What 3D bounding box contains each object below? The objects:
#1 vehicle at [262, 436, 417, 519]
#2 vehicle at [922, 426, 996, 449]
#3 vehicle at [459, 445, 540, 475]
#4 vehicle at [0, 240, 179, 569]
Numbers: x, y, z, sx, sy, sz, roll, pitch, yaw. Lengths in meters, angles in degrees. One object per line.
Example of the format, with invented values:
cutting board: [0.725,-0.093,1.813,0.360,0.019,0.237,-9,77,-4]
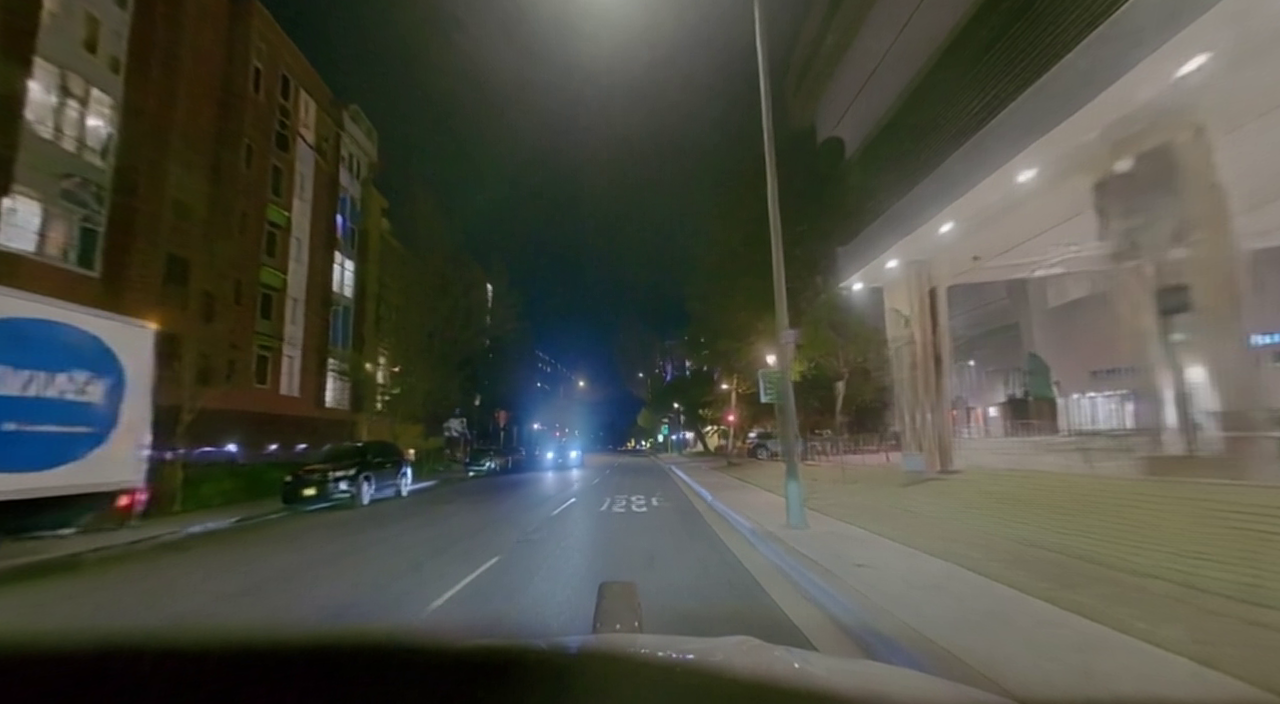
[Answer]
vehicle: [-7.572,3.130,16.437,1.950,1.743,4.312,-2,-7,0]
vehicle: [23.530,6.352,46.527,4.371,1.614,1.910,1,-9,-3]
vehicle: [-8.899,6.831,40.084,1.879,1.543,4.778,-14,-14,43]
vehicle: [-8.831,0.361,4.119,2.986,3.768,11.697,-6,-6,0]
